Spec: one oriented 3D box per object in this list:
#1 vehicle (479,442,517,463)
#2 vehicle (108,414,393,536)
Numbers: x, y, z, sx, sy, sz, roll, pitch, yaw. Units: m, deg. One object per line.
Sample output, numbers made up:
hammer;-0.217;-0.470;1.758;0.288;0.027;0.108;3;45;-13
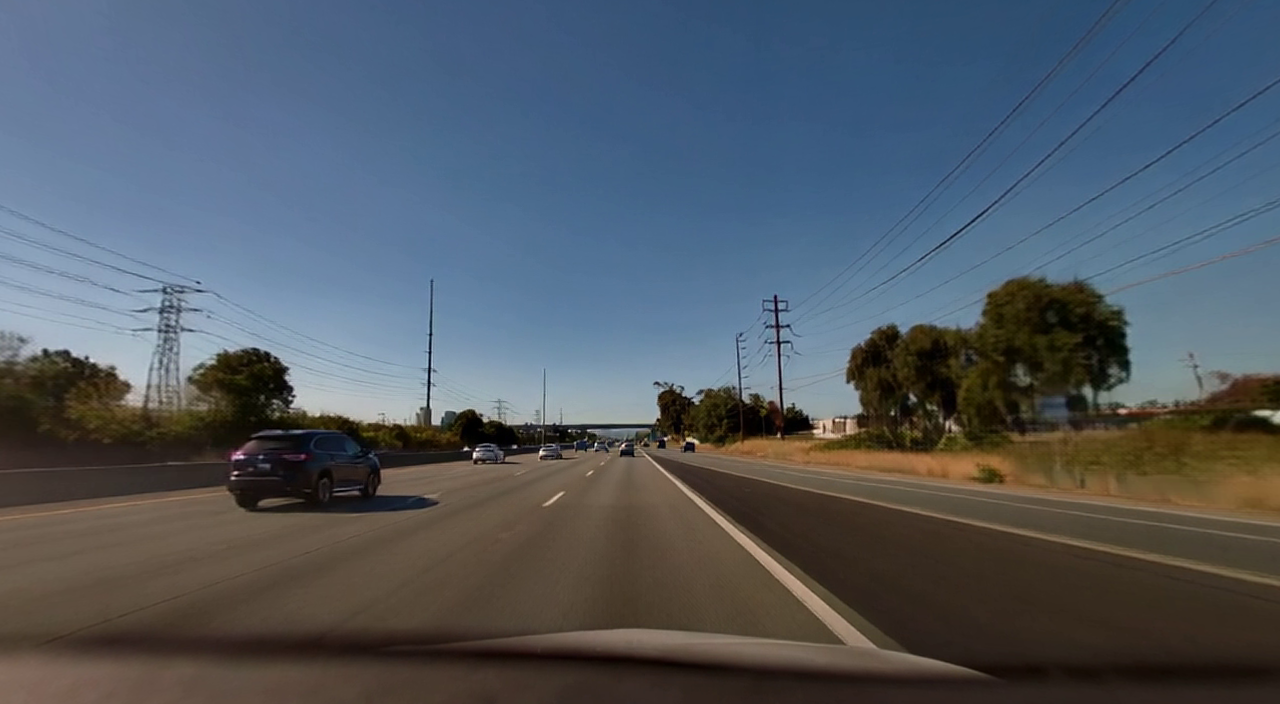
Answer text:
vehicle;-10.796;7.694;48.377;1.887;1.473;4.352;0;-9;0
vehicle;-6.898;2.240;12.211;2.115;1.799;5.444;0;-9;-1
